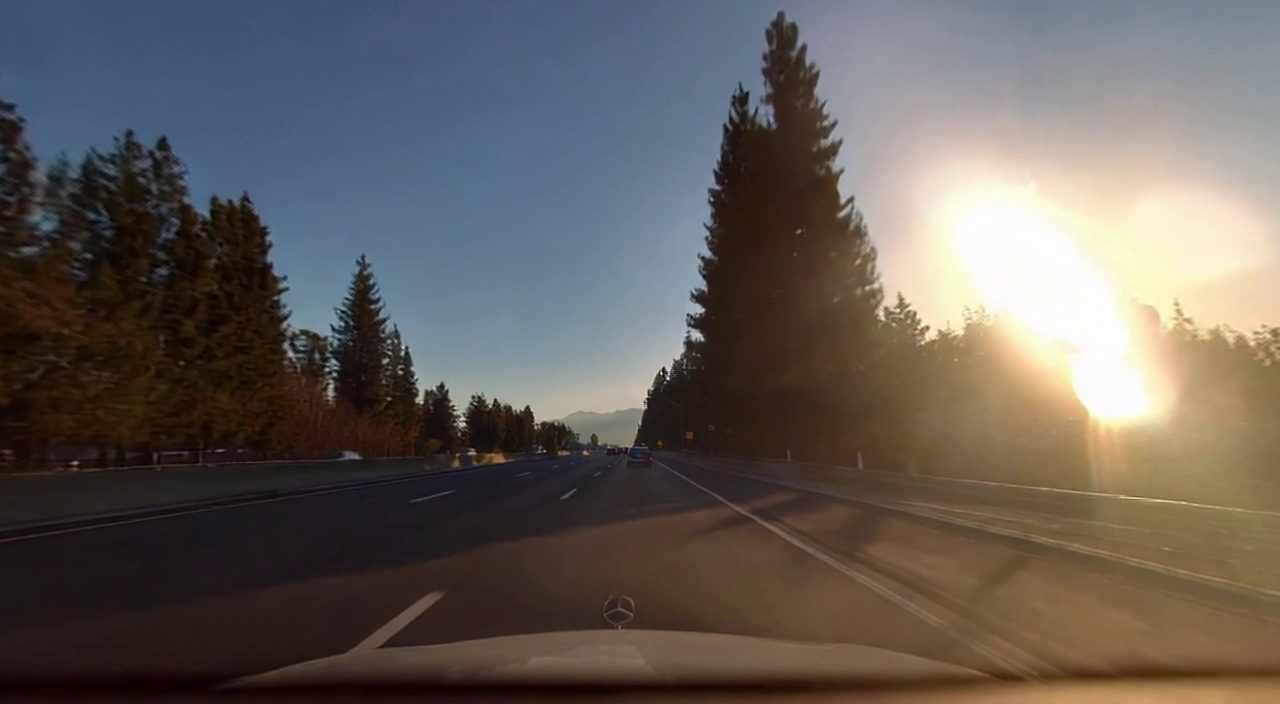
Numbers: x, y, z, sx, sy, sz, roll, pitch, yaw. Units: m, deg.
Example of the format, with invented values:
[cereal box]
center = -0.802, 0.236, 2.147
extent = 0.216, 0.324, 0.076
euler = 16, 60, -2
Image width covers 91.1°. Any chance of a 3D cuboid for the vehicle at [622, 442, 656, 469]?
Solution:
[vehicle]
center = -0.107, 6.818, 41.511
extent = 2.120, 1.715, 4.153
euler = 0, -9, -1
